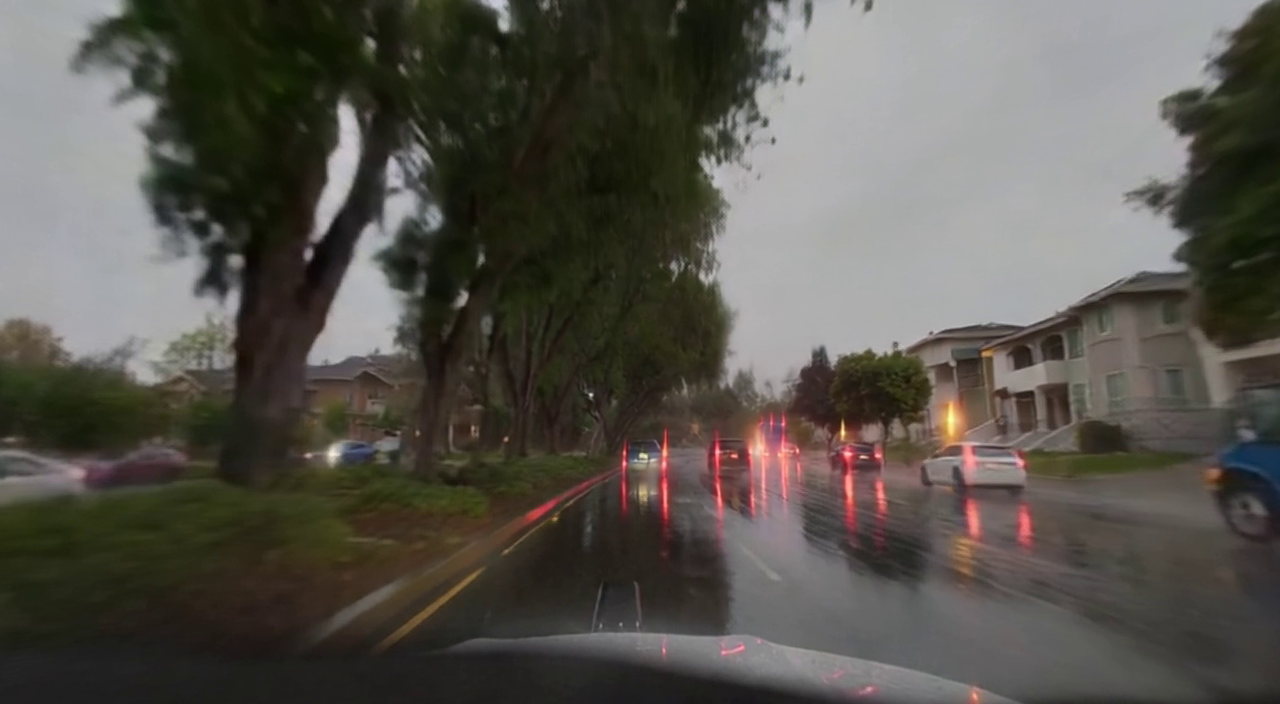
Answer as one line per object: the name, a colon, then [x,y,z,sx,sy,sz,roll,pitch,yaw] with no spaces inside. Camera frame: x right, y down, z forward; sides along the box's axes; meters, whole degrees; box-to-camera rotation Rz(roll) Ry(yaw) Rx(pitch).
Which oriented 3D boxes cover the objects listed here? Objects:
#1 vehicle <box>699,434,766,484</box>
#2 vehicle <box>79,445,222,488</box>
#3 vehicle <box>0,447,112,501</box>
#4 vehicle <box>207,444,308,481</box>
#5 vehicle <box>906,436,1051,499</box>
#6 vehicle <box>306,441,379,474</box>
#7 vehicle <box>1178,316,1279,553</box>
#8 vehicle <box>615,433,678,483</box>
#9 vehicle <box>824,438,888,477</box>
vehicle: [3.590,4.246,25.315,2.033,1.823,4.409,0,-9,0]
vehicle: [-18.938,4.520,24.768,1.849,1.455,4.606,-2,-11,1]
vehicle: [-18.979,3.655,18.880,1.951,1.513,5.107,-3,-9,1]
vehicle: [-18.545,5.391,30.902,2.023,1.561,4.497,-2,-10,2]
vehicle: [10.600,3.620,20.318,2.080,1.744,4.889,0,-8,2]
vehicle: [-17.899,6.330,38.288,2.175,1.819,4.703,0,-8,-1]
vehicle: [10.665,0.730,6.696,3.705,3.221,6.779,-1,-10,0]
vehicle: [0.312,4.304,25.897,2.345,1.841,5.032,0,-9,2]
vehicle: [11.057,5.419,32.725,1.938,1.860,4.690,-1,-9,4]
